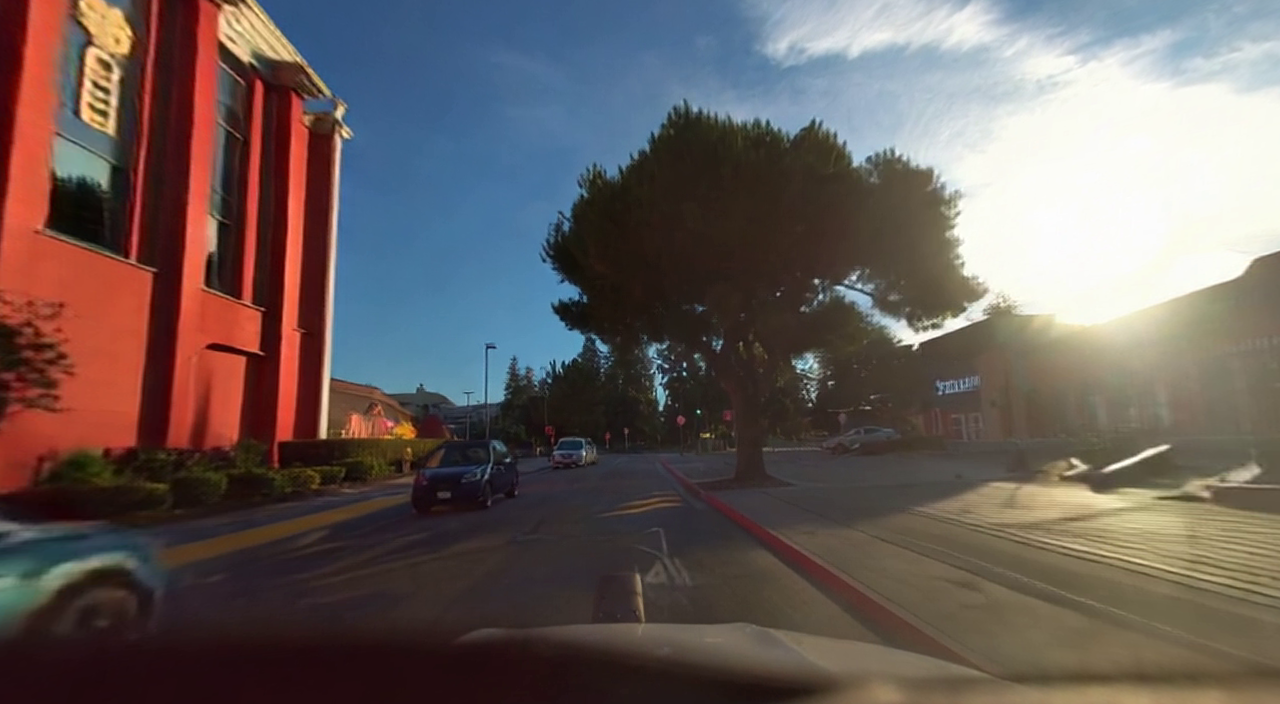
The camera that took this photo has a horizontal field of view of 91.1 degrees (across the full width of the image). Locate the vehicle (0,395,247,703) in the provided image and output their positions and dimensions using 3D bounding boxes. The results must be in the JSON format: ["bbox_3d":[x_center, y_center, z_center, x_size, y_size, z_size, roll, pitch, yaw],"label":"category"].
[{"bbox_3d":[-3.357,0.861,1.822,1.768,1.539,4.147,0,-7,-1],"label":"vehicle"}]

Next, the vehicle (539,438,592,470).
[{"bbox_3d":[-3.600,4.992,31.162,1.962,1.424,4.289,0,-7,1],"label":"vehicle"}]

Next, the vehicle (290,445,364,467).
[{"bbox_3d":[-23.056,7.625,46.326,4.552,1.489,1.948,-1,-8,9],"label":"vehicle"}]

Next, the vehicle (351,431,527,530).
[{"bbox_3d":[-3.457,2.245,11.797,1.853,1.478,4.381,0,-7,0],"label":"vehicle"}]
